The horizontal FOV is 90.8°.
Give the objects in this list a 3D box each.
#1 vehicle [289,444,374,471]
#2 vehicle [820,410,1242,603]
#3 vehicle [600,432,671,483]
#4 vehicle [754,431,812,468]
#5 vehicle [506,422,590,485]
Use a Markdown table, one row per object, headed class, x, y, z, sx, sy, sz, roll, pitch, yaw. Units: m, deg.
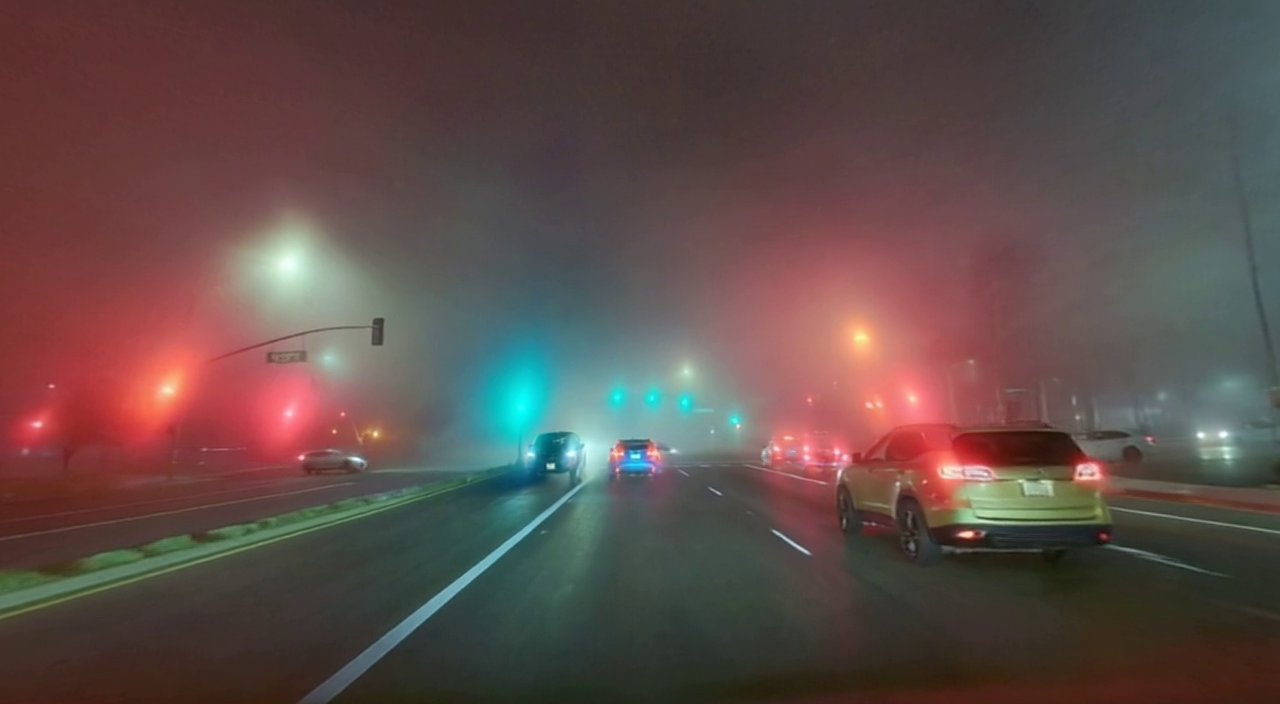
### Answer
| class | x | y | z | sx | sy | sz | roll | pitch | yaw |
| --- | --- | --- | --- | --- | --- | --- | --- | --- | --- |
| vehicle | -19.173 | 6.536 | 39.299 | 4.561 | 1.588 | 1.832 | 4 | -10 | -29 |
| vehicle | 3.668 | 1.515 | 7.144 | 1.861 | 1.473 | 4.393 | 0 | -8 | -2 |
| vehicle | -0.151 | 3.400 | 20.566 | 2.097 | 1.480 | 4.006 | 0 | -8 | 0 |
| vehicle | 7.074 | 4.868 | 31.637 | 1.894 | 1.693 | 4.110 | 0 | -8 | -1 |
| vehicle | -2.870 | 3.317 | 20.877 | 2.064 | 1.825 | 4.760 | 0 | -8 | 0 |
